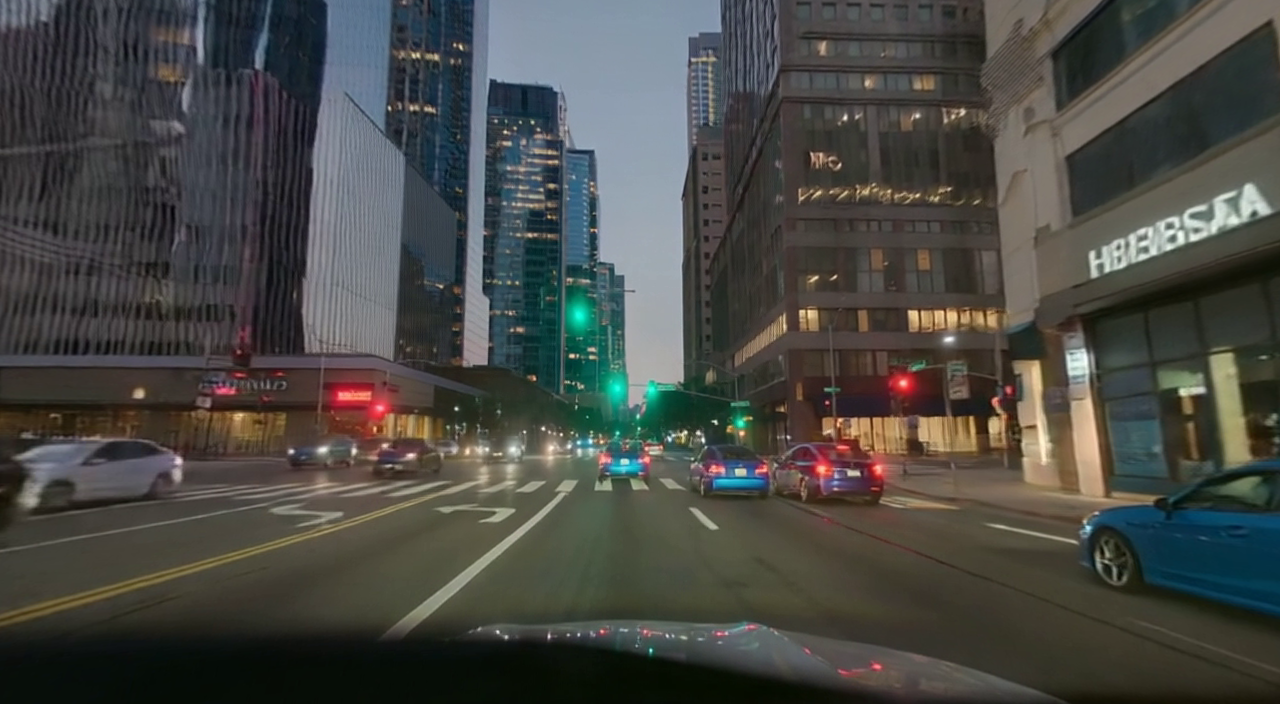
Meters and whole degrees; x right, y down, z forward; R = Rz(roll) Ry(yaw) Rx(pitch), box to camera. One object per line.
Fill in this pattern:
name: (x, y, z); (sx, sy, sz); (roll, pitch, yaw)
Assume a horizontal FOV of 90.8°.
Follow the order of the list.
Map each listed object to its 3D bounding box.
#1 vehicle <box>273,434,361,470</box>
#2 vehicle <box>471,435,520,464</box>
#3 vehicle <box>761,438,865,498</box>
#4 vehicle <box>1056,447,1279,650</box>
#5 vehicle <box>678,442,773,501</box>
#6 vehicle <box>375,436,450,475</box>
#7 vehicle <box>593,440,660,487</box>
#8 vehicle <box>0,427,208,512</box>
vehicle: (-16.184, 5.061, 31.983); (2.087, 1.676, 4.567); (0, -9, -1)
vehicle: (-9.795, 6.657, 43.221); (2.142, 1.817, 4.823); (0, -9, 0)
vehicle: (5.528, 3.746, 20.864); (2.015, 1.745, 4.444); (0, -9, -2)
vehicle: (5.686, 1.454, 4.707); (1.914, 1.484, 4.639); (0, -9, -1)
vehicle: (2.327, 3.378, 18.369); (1.987, 1.484, 4.427); (0, -9, -2)
vehicle: (-10.160, 4.660, 28.593); (1.879, 1.637, 4.100); (0, -9, 0)
vehicle: (-0.446, 3.822, 21.937); (2.096, 1.457, 4.160); (0, -9, -1)
vehicle: (-12.525, 2.686, 14.828); (1.929, 1.693, 4.070); (0, -9, -2)
